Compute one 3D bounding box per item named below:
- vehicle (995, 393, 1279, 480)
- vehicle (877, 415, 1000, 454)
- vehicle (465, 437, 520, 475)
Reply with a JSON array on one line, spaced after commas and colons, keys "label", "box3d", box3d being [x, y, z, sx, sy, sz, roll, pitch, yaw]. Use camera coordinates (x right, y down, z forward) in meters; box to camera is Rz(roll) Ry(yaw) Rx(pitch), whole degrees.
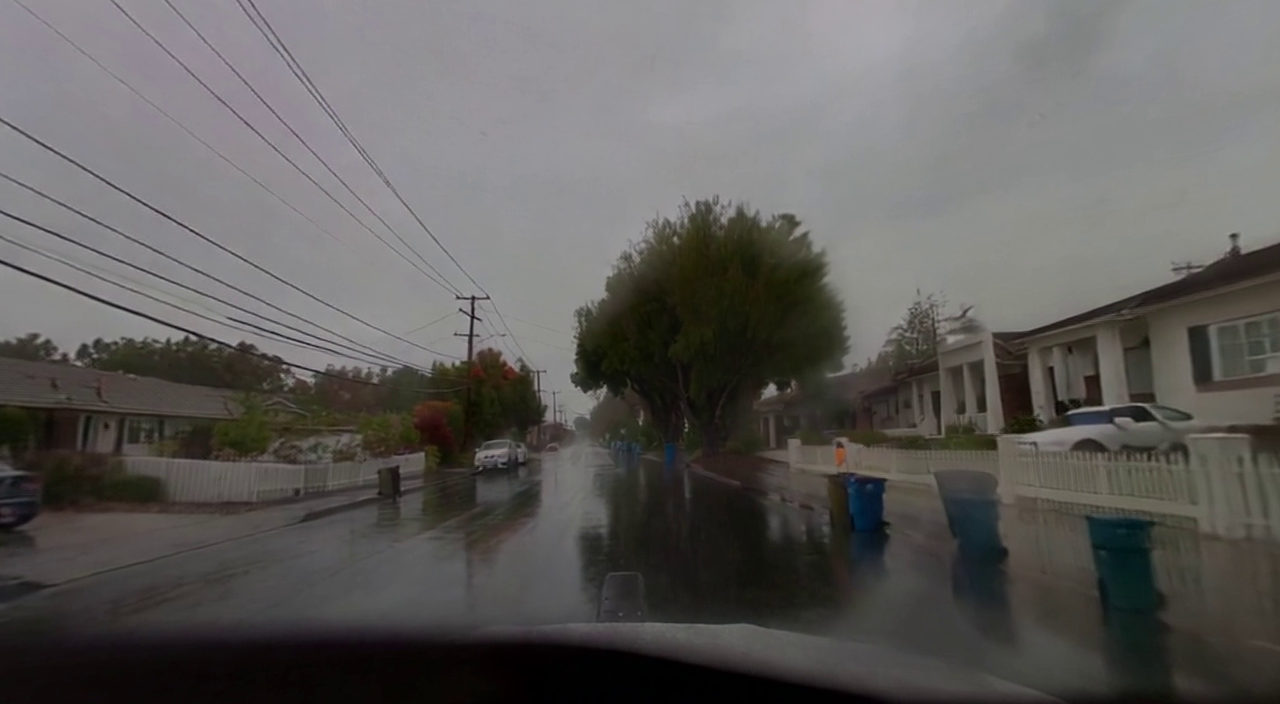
[{"label": "vehicle", "box3d": [10.287, 1.843, 13.356, 4.293, 1.657, 1.961, -1, -12, 5]}, {"label": "vehicle", "box3d": [14.044, 3.937, 29.928, 4.842, 1.728, 1.875, 1, -9, -2]}, {"label": "vehicle", "box3d": [-8.452, 5.996, 36.593, 2.240, 1.940, 5.429, -2, -9, -4]}]
